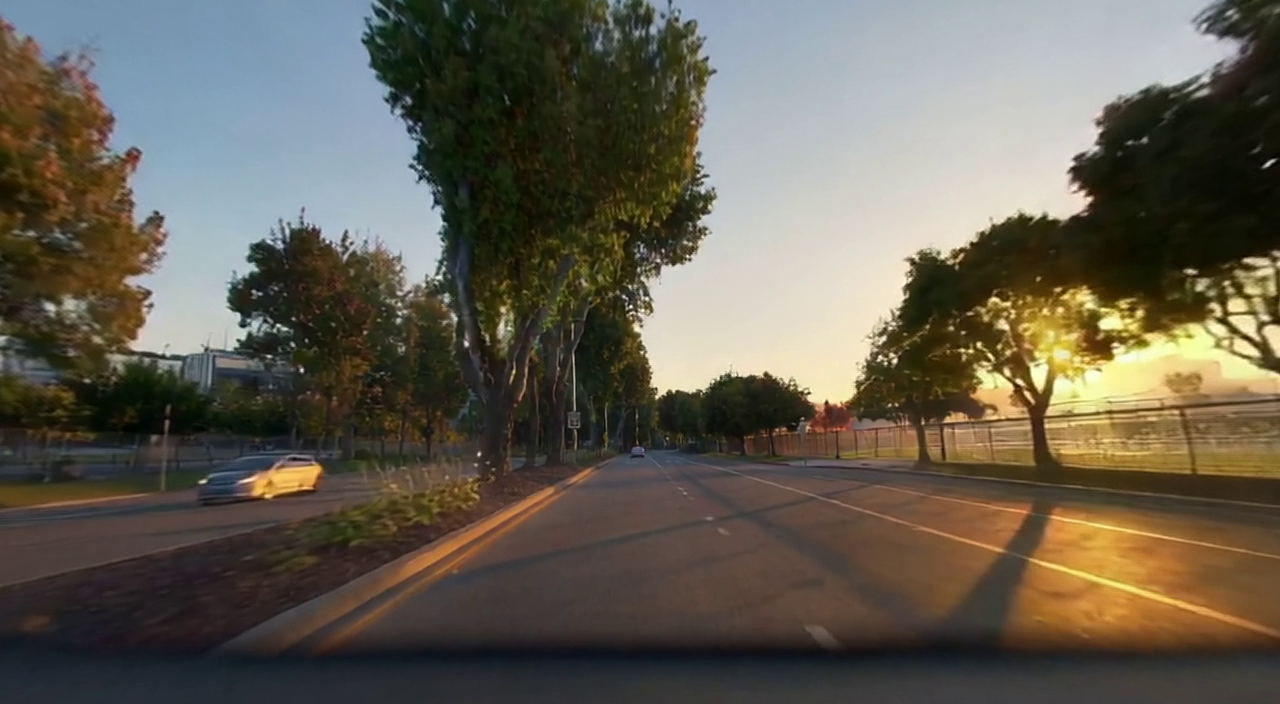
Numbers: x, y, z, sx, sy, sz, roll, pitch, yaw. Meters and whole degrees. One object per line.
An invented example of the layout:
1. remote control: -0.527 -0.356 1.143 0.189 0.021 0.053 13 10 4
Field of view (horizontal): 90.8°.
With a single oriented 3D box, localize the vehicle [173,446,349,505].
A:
1. vehicle: -10.815 3.514 18.564 2.173 1.460 4.661 0 -8 2
